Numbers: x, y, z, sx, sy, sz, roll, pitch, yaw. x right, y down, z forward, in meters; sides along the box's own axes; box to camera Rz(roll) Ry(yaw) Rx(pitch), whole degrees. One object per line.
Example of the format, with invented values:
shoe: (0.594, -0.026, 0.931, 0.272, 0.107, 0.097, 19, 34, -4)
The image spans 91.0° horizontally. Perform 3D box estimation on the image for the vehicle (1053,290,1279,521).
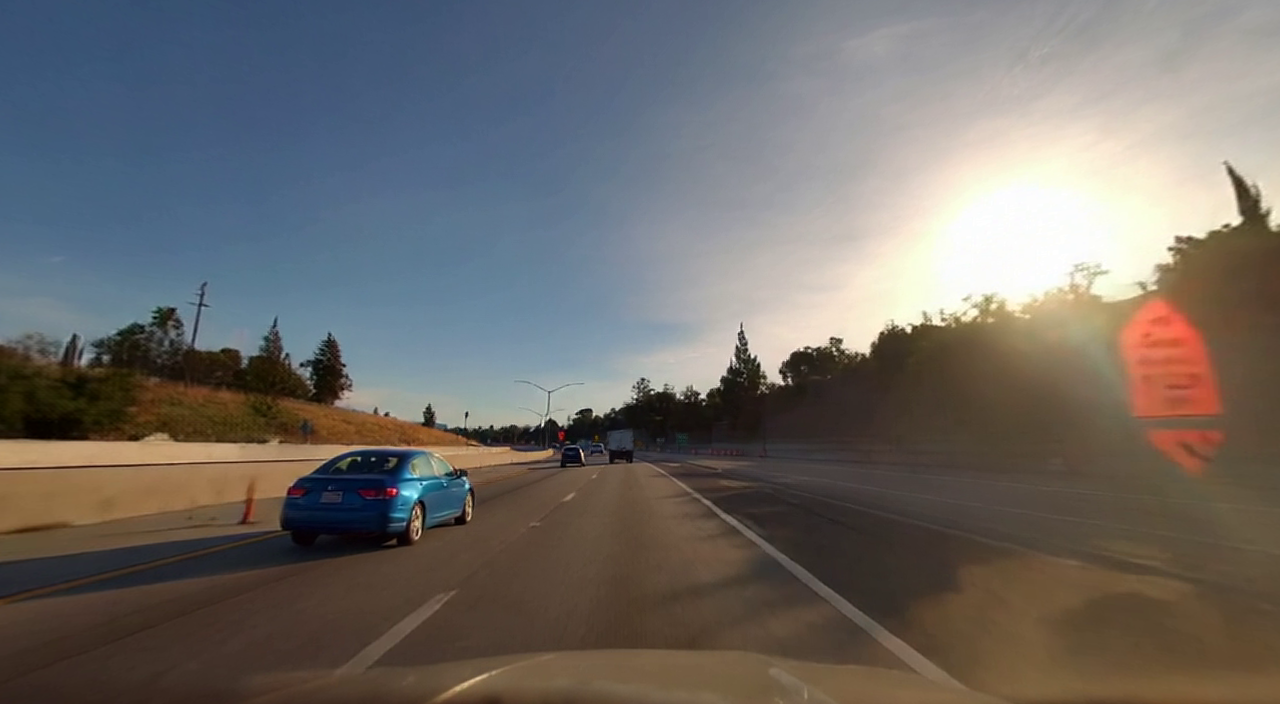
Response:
vehicle: (10.666, 1.140, 12.846, 2.203, 4.166, 2.914, 0, -9, 0)

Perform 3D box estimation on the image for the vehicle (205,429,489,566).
vehicle: (-3.856, 2.002, 9.468, 2.012, 1.510, 4.672, 0, -9, 0)

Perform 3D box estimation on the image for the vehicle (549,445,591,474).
vehicle: (-3.739, 5.846, 34.429, 1.965, 1.459, 4.145, 1, -9, -2)
